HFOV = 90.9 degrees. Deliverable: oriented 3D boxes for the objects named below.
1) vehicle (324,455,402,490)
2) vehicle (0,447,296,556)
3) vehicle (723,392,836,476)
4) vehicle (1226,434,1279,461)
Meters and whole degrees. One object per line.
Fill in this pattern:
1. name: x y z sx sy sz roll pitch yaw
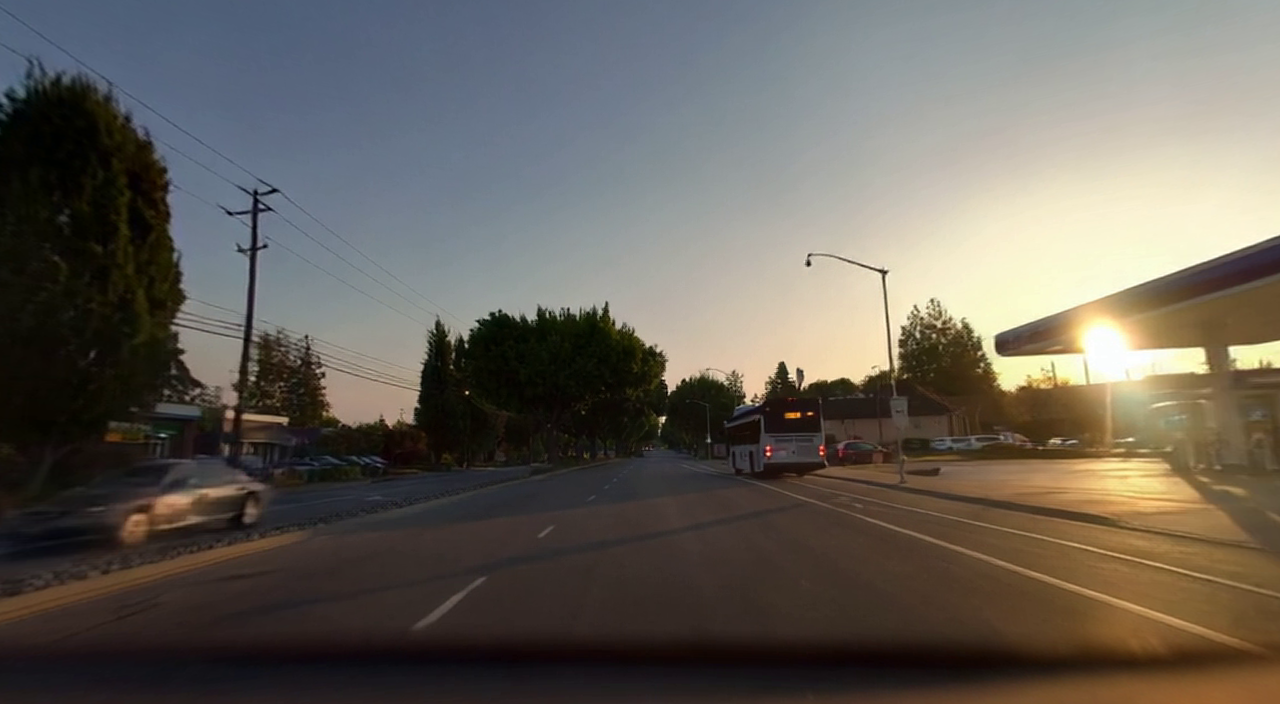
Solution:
1. vehicle: -13.384 5.825 30.756 1.779 1.476 4.260 0 -8 2
2. vehicle: -8.227 2.416 11.013 1.900 1.481 4.317 0 -8 2
3. vehicle: 8.631 5.519 41.550 4.582 4.678 12.589 0 -8 0
4. vehicle: 44.639 6.717 44.404 1.948 1.776 5.438 -1 -8 8
